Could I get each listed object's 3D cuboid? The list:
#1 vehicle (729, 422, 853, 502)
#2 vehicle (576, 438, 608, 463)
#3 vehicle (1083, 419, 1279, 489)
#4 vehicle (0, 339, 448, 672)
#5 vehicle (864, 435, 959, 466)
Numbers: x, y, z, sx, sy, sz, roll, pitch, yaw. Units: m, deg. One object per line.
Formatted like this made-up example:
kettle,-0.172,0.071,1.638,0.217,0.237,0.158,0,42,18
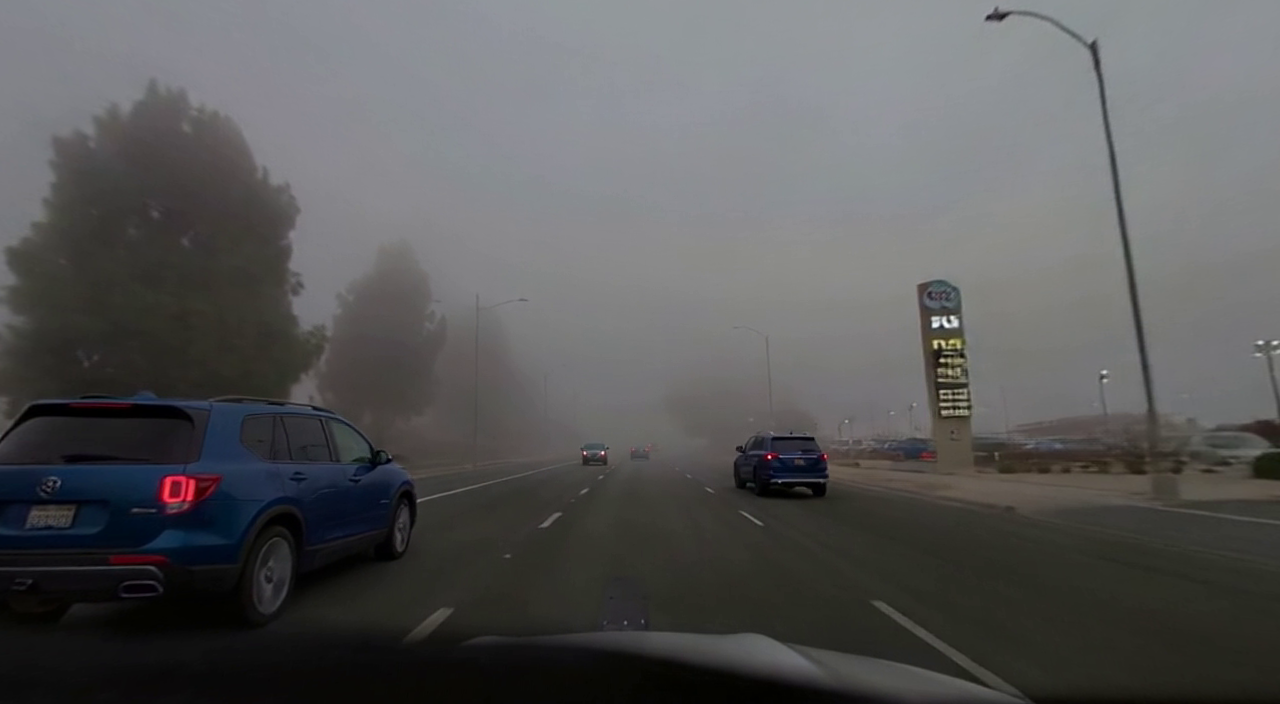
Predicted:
vehicle,3.672,2.768,16.232,2.024,1.773,4.431,0,-8,-1
vehicle,-3.602,7.546,48.261,2.112,1.775,4.404,0,-8,0
vehicle,14.832,2.679,16.648,4.647,1.725,1.991,0,-8,1
vehicle,-3.727,1.226,6.115,2.210,1.925,4.838,0,-8,0
vehicle,13.830,5.026,32.202,4.040,1.497,1.702,0,-8,-1
